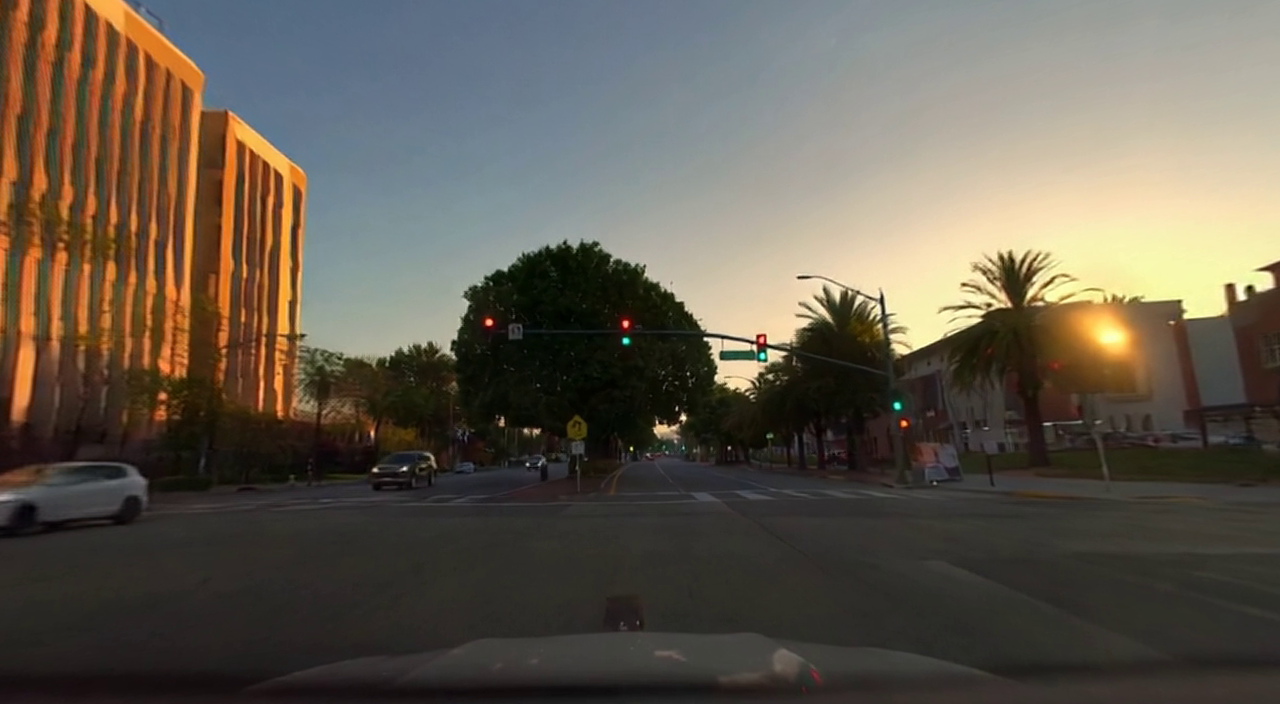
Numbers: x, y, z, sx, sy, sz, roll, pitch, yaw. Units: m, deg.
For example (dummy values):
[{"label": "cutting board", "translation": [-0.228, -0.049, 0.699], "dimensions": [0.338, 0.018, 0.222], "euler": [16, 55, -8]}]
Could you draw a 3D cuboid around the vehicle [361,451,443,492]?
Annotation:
[{"label": "vehicle", "translation": [-12.898, 6.495, 34.734], "dimensions": [2.268, 2.016, 5.632], "euler": [0, -9, 0]}]

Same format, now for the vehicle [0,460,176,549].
[{"label": "vehicle", "translation": [-12.935, 3.223, 13.989], "dimensions": [2.038, 1.624, 4.292], "euler": [0, -9, 0]}]
